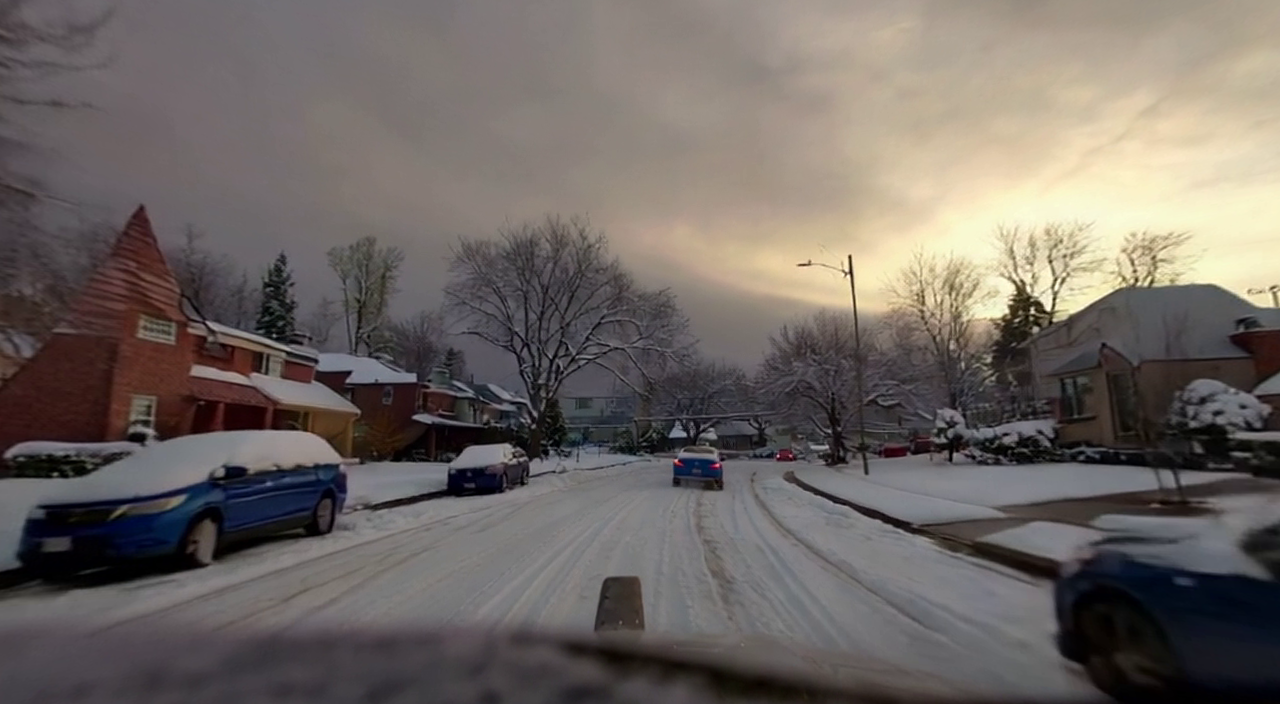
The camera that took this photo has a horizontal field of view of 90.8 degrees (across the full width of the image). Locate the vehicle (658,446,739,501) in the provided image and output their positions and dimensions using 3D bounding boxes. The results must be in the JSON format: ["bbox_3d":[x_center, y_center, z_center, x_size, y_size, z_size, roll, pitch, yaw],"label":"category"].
[{"bbox_3d":[1.811,3.607,19.278,2.192,1.474,4.192,-1,-9,6],"label":"vehicle"}]

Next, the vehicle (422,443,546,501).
[{"bbox_3d":[-5.157,4.048,21.831,2.641,1.747,4.738,-2,-8,7],"label":"vehicle"}]

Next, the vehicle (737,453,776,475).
[{"bbox_3d":[8.196,7.914,44.812,2.089,1.462,4.529,0,-9,2],"label":"vehicle"}]

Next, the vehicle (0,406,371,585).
[{"bbox_3d":[-6.142,1.969,9.398,2.235,1.851,4.662,-3,-9,0],"label":"vehicle"}]

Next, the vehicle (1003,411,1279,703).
[{"bbox_3d":[3.506,0.858,1.466,2.429,1.502,4.474,1,-9,-4],"label":"vehicle"}]
